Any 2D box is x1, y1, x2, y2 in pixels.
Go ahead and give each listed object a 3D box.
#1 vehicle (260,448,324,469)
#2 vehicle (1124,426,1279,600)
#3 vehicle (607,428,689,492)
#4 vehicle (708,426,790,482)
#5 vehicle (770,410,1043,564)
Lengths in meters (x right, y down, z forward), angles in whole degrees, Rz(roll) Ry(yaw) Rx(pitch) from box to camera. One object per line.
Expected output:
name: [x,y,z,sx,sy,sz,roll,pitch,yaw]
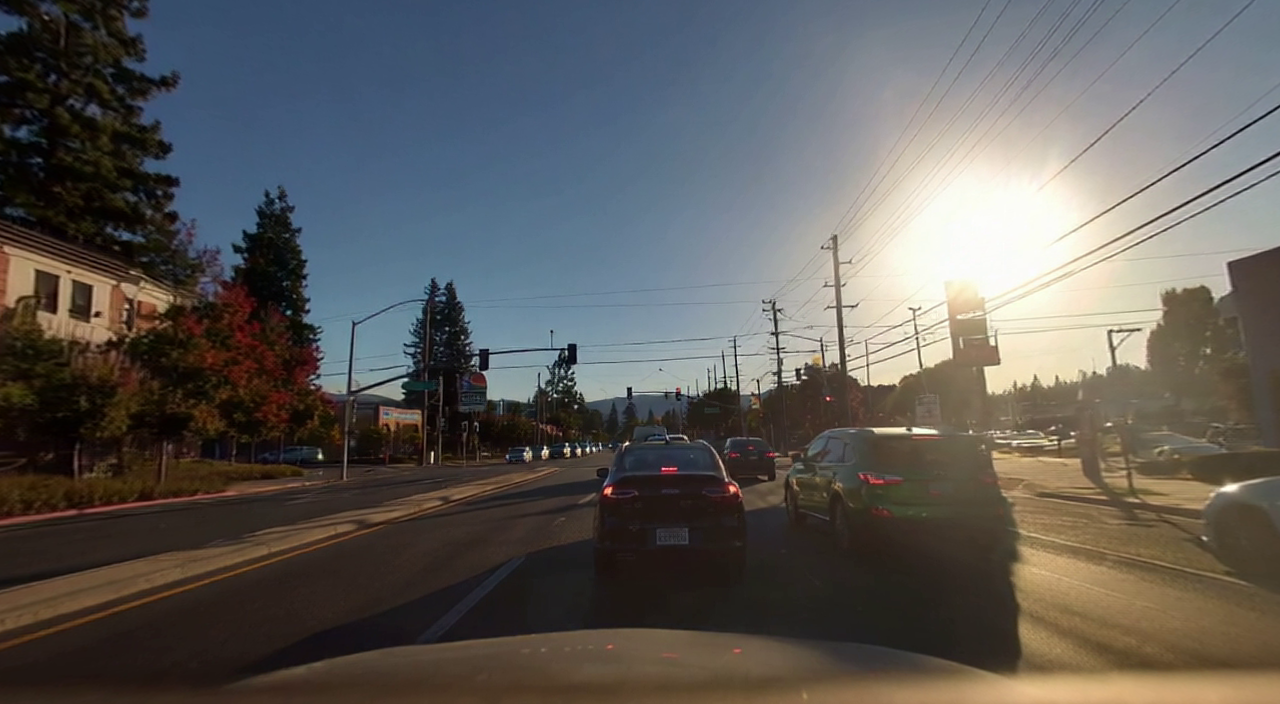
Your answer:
vehicle: [-27.463,8.388,49.977,3.922,1.620,1.873,2,-9,-12]
vehicle: [6.289,1.230,4.549,1.906,1.435,4.670,0,-9,0]
vehicle: [0.235,3.147,18.632,2.149,1.668,3.962,0,-9,1]
vehicle: [3.786,3.678,22.906,2.060,1.789,4.712,0,-9,-1]
vehicle: [3.286,1.762,8.927,1.998,1.620,4.267,0,-9,1]
